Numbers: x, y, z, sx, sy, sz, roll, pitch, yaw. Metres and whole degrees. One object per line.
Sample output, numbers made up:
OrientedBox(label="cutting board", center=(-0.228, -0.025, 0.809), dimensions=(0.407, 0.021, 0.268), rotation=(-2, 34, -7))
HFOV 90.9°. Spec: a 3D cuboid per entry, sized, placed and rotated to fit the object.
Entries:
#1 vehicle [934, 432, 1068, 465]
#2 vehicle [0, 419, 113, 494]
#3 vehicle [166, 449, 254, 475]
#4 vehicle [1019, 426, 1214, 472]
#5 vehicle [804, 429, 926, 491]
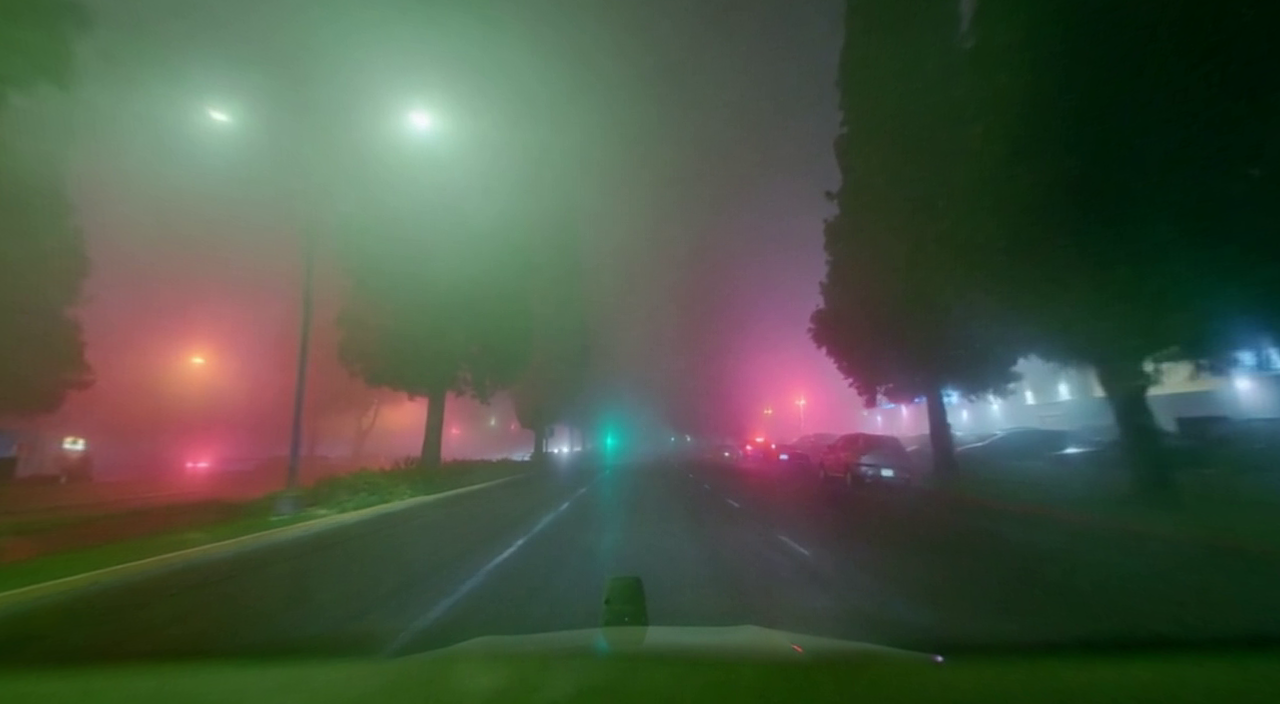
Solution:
OrientedBox(label="vehicle", center=(16.898, 4.539, 29.671), dimensions=(4.906, 1.429, 2.234), rotation=(0, -9, -1))
OrientedBox(label="vehicle", center=(-33.056, 5.535, 33.456), dimensions=(7.106, 3.726, 3.230), rotation=(0, -8, 1))
OrientedBox(label="vehicle", center=(-32.196, 8.261, 47.312), dimensions=(4.963, 1.714, 2.311), rotation=(-2, -9, -1))
OrientedBox(label="vehicle", center=(16.785, 3.458, 22.415), dimensions=(5.222, 1.515, 2.044), rotation=(0, -9, -1))
OrientedBox(label="vehicle", center=(7.027, 3.424, 20.340), dimensions=(2.084, 1.736, 4.754), rotation=(0, -8, -1))
